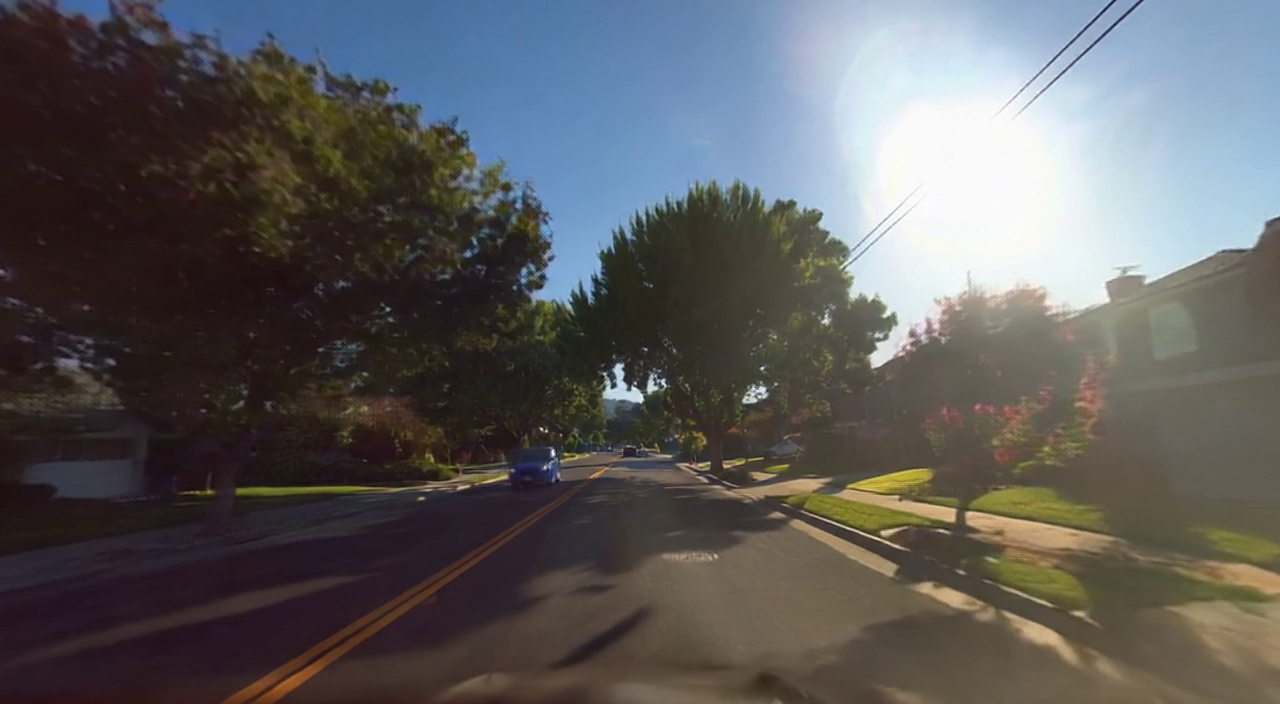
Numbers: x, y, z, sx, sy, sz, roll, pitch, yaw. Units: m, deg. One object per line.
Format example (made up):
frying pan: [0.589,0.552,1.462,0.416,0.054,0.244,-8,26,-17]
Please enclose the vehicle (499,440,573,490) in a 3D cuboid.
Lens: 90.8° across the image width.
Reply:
vehicle: [-4.107,4.554,25.808,2.161,1.798,4.627,0,-9,1]
